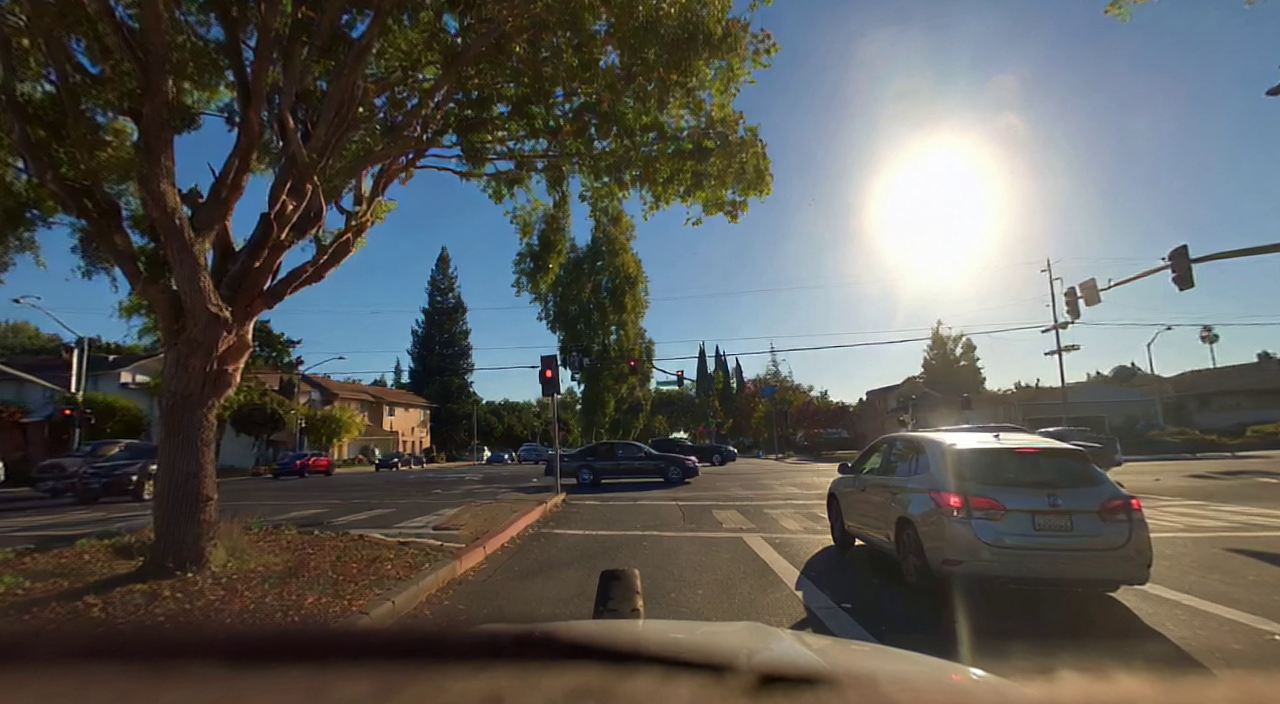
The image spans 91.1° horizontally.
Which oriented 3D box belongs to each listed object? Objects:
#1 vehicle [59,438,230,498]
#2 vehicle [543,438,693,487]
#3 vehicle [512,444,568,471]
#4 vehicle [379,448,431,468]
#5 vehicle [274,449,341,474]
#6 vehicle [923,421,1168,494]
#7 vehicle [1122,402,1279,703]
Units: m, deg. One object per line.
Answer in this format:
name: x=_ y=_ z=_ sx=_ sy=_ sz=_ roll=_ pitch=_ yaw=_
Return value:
vehicle: x=-15.651 y=3.646 z=20.214 sx=1.944 sy=1.683 sz=4.343 roll=0 pitch=-8 yaw=-1
vehicle: x=-0.794 y=3.656 z=21.103 sx=4.719 sy=1.449 sz=2.026 roll=-6 pitch=-10 yaw=34
vehicle: x=-6.010 y=6.202 z=37.214 sx=2.006 sy=1.515 sz=5.017 roll=4 pitch=-9 yaw=-24
vehicle: x=-18.516 y=8.358 z=49.761 sx=2.203 sy=1.471 sz=4.723 roll=0 pitch=-8 yaw=1
vehicle: x=-21.781 y=7.175 z=41.343 sx=1.853 sy=1.456 sz=4.531 roll=0 pitch=-8 yaw=0
vehicle: x=10.068 y=2.661 z=16.025 sx=4.759 sy=1.670 sz=1.972 roll=-1 pitch=-9 yaw=9
vehicle: x=3.093 y=0.656 z=0.425 sx=1.990 sy=1.454 sz=4.490 roll=0 pitch=-8 yaw=1
